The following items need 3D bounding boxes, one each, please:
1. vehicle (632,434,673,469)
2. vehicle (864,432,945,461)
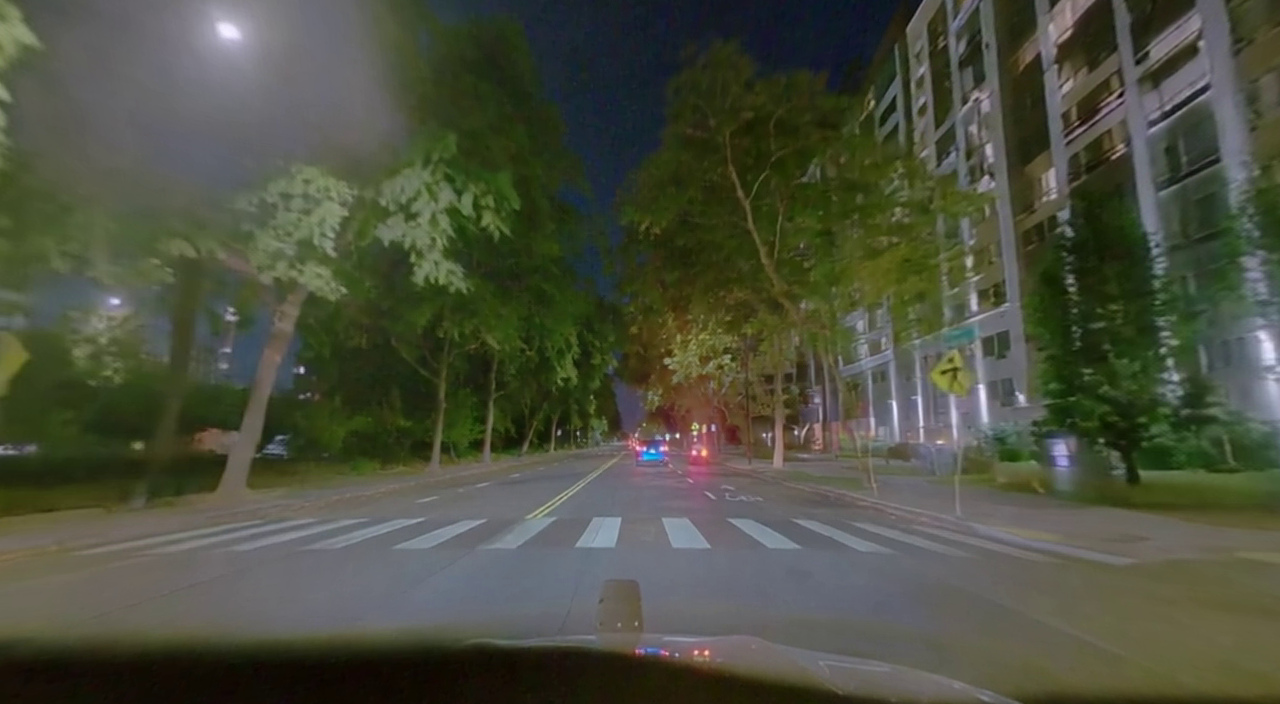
[{"bbox_3d":[0.594,5.169,32.912,1.981,1.703,3.691,0,-9,-1],"label":"vehicle"},{"bbox_3d":[17.167,6.181,41.044,4.237,1.819,2.245,0,-9,0],"label":"vehicle"}]
